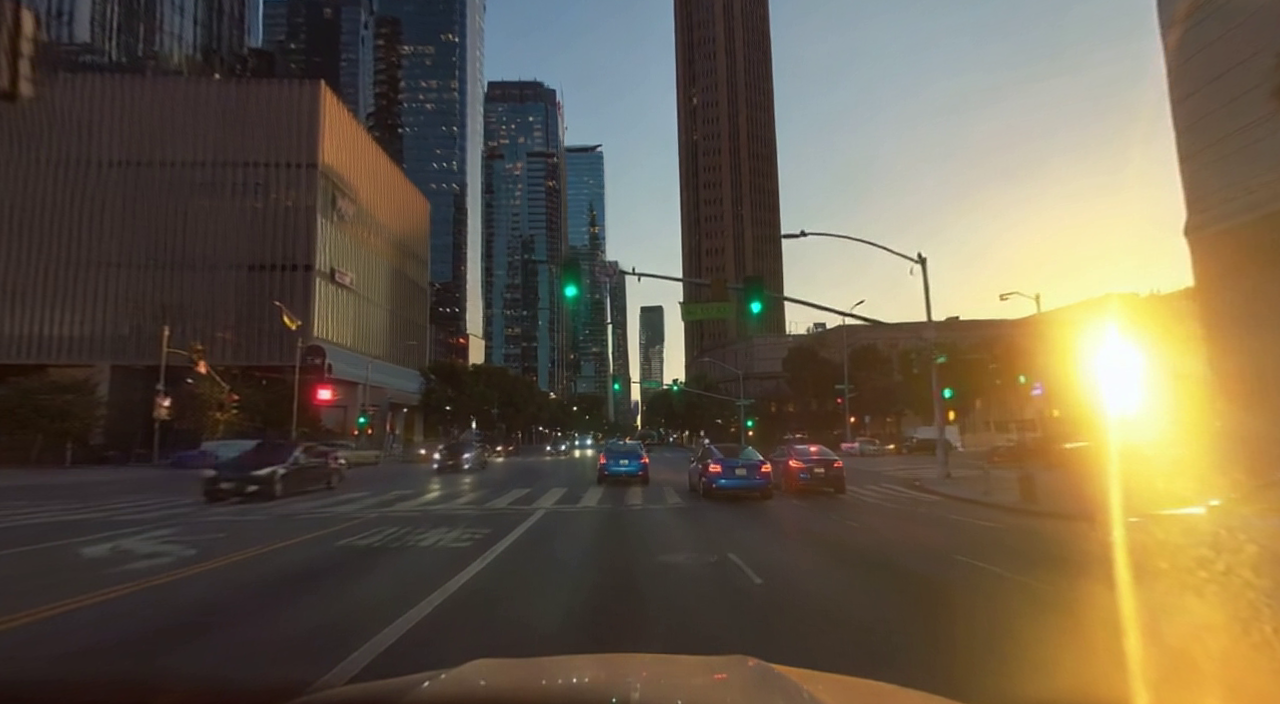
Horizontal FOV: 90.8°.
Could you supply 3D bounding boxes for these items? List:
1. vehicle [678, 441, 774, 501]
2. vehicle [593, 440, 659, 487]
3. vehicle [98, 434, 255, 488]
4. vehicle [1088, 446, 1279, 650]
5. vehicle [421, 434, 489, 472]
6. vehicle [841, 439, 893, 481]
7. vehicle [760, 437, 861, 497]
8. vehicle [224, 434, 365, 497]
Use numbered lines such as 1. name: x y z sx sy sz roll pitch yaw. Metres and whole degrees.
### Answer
1. vehicle: 2.303 3.345 18.160 1.987 1.484 4.427 0 -9 -2
2. vehicle: -0.472 3.874 22.230 2.096 1.457 4.160 0 -9 -1
3. vehicle: -15.998 3.765 22.196 2.087 1.676 4.567 0 -9 -1
4. vehicle: 5.680 1.370 4.203 1.914 1.484 4.639 0 -9 -1
5. vehicle: -9.625 5.325 33.397 2.142 1.817 4.823 0 -9 0
6. vehicle: 10.653 4.991 29.481 2.008 1.794 4.640 -4 -9 21
7. vehicle: 5.513 3.761 21.097 2.015 1.745 4.444 0 -9 -2
8. vehicle: -10.077 3.320 18.861 1.879 1.637 4.100 0 -9 0
